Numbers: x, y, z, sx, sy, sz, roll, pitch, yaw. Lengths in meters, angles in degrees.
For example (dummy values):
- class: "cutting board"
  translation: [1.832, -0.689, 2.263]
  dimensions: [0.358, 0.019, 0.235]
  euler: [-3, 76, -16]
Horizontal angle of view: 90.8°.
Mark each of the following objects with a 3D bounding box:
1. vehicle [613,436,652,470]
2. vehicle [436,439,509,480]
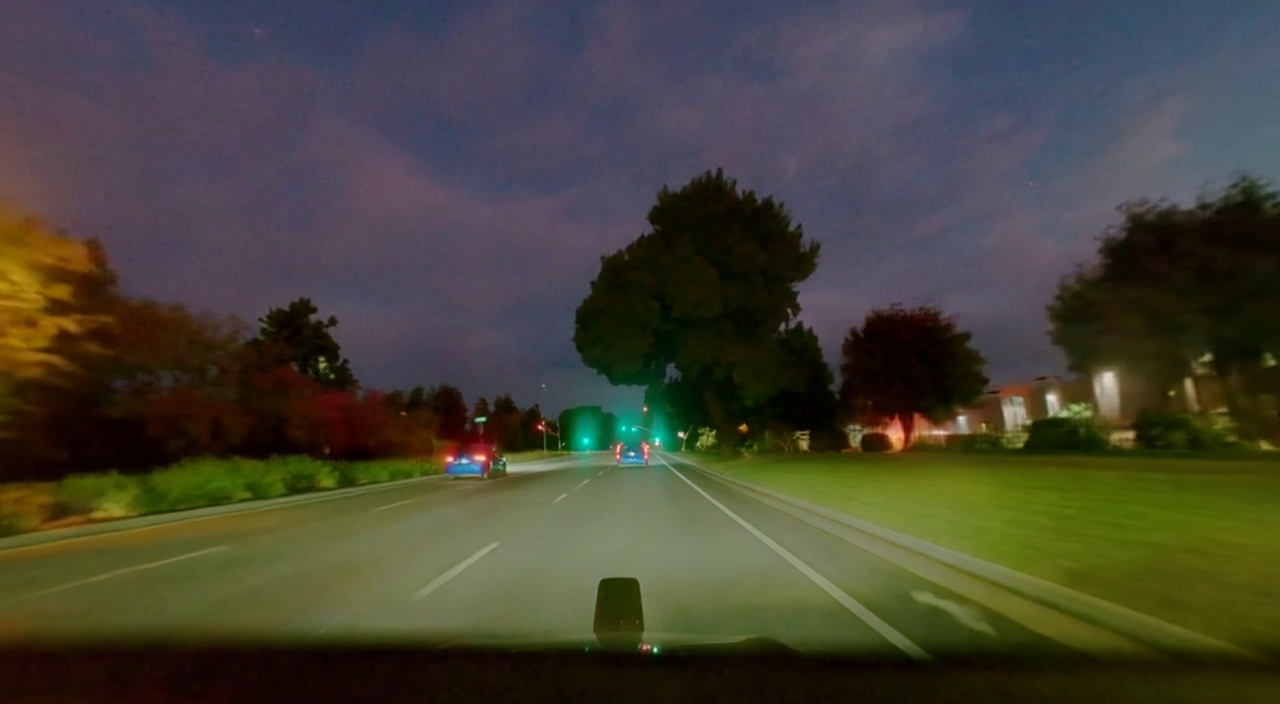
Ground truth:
- class: "vehicle"
  translation: [-0.401, 5.681, 35.777]
  dimensions: [2.070, 1.764, 4.552]
  euler: [0, -8, 0]
- class: "vehicle"
  translation: [-7.318, 4.729, 28.095]
  dimensions: [1.993, 1.657, 4.487]
  euler: [0, -8, 1]
